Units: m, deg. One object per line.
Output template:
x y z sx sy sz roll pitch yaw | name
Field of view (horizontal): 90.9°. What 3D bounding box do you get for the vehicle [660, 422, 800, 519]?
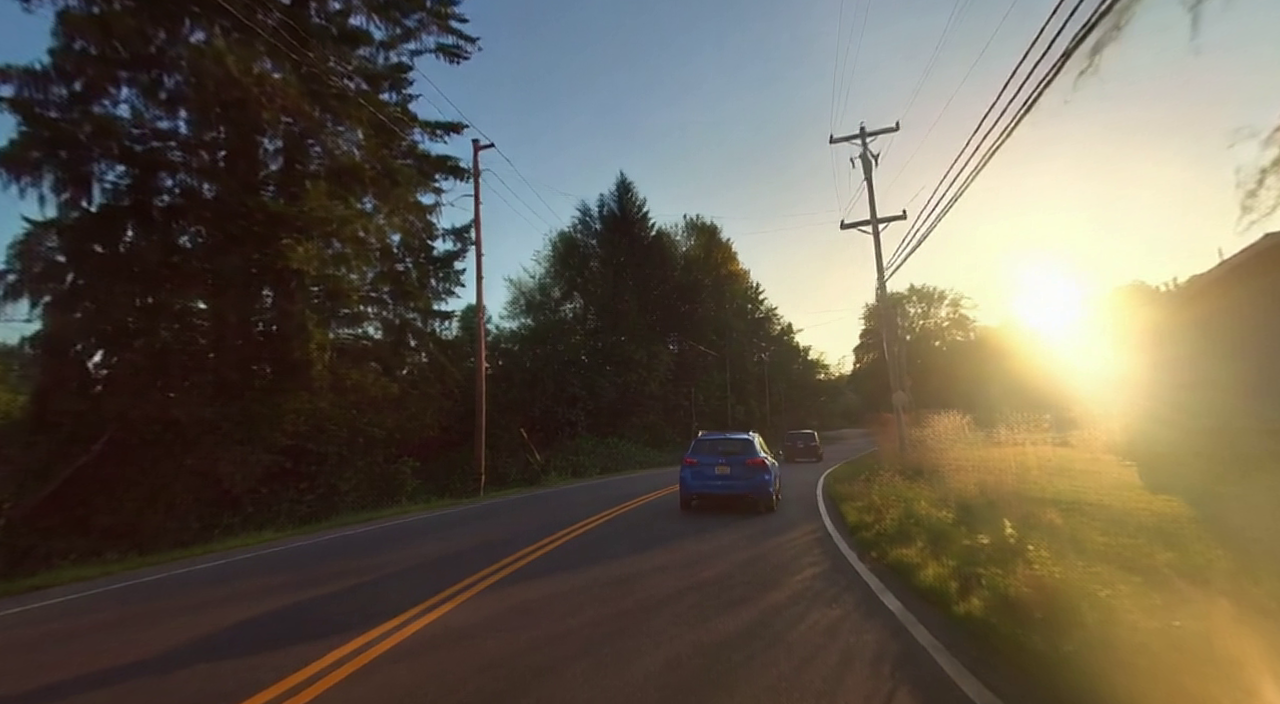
1.982 2.264 12.568 2.157 1.565 4.243 -3 -9 16 | vehicle
